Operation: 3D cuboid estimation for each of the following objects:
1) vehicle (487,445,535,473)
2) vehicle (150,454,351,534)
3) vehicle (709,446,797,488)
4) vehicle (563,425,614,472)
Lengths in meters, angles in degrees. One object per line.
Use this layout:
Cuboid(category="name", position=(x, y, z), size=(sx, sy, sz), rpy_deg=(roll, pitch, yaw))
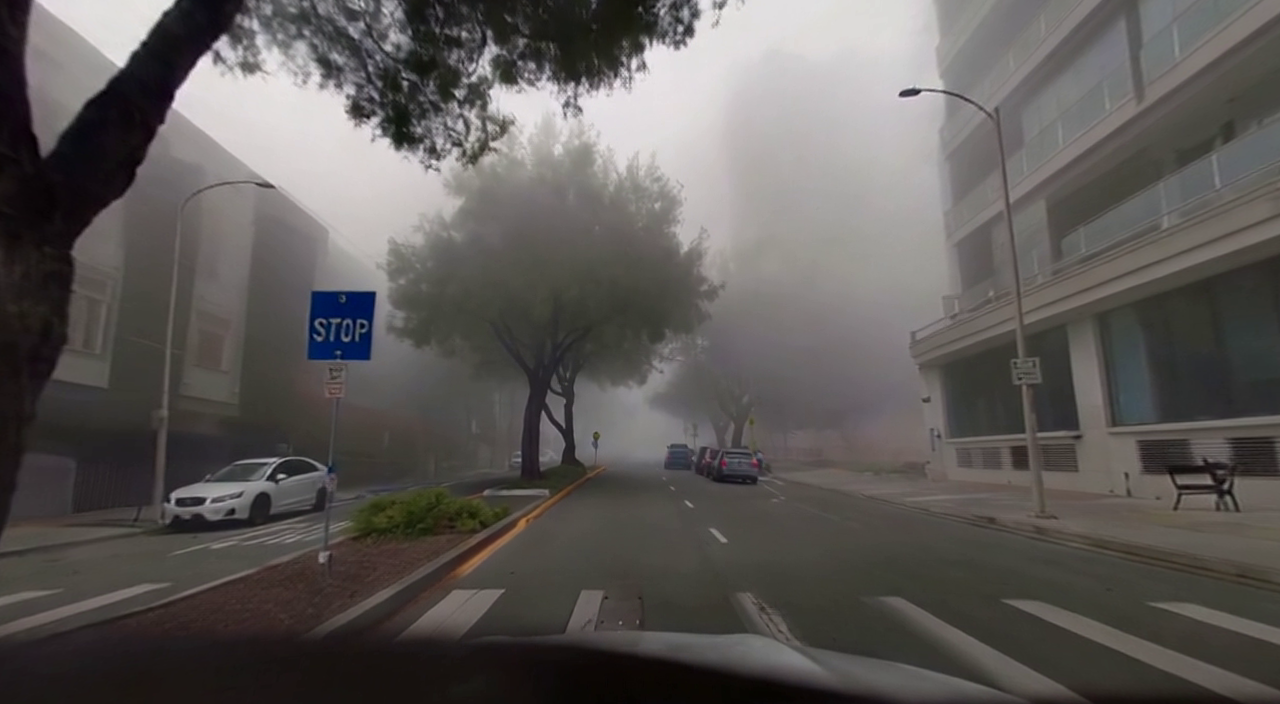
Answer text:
Cuboid(category="vehicle", position=(-8.853, 7.371, 43.763), size=(2.256, 1.802, 4.333), rpy_deg=(0, -8, 1))
Cuboid(category="vehicle", position=(-8.771, 3.187, 14.804), size=(2.007, 1.503, 4.343), rpy_deg=(0, -8, -1))
Cuboid(category="vehicle", position=(4.590, 4.512, 25.239), size=(1.858, 1.491, 4.329), rpy_deg=(-6, -10, 33))
Cuboid(category="vehicle", position=(-2.983, 5.841, 38.463), size=(2.317, 2.596, 6.053), rpy_deg=(0, -8, 3))
